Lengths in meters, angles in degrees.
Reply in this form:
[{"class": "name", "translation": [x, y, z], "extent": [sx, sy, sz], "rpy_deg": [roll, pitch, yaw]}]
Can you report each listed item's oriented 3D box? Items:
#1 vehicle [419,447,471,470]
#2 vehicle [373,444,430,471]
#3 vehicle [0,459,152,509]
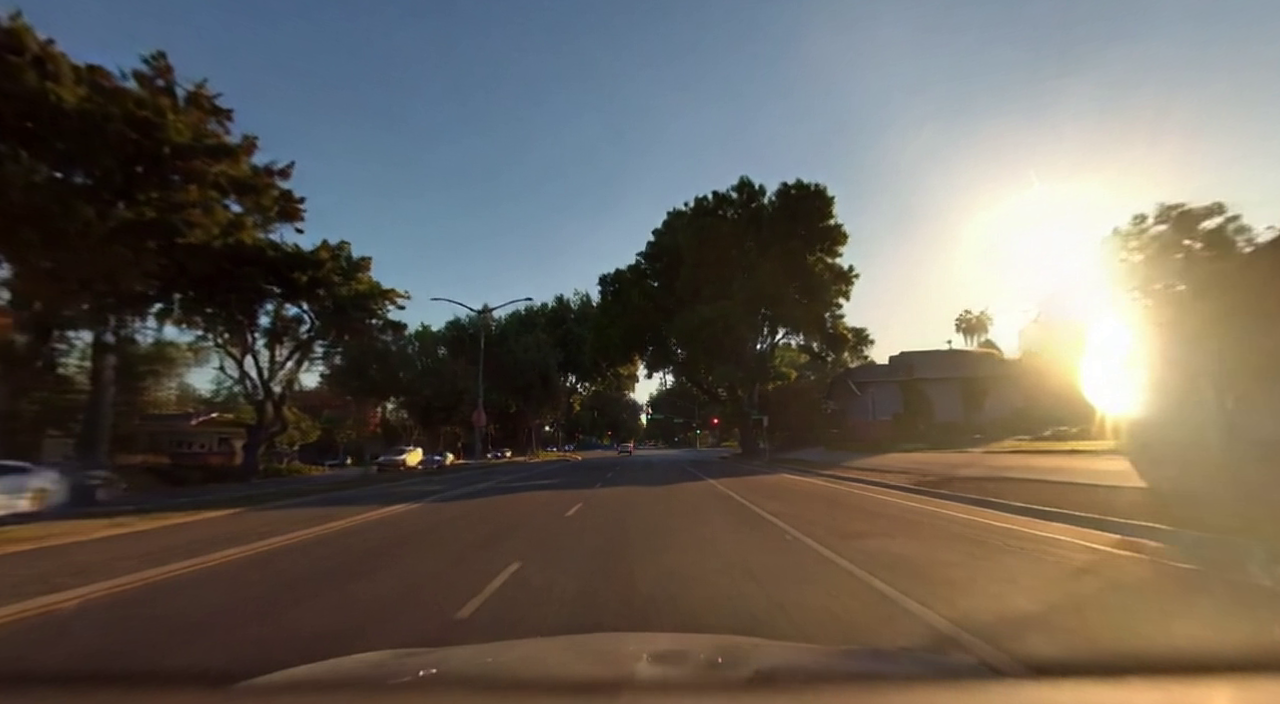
[{"class": "vehicle", "translation": [-13.079, 7.145, 42.610], "extent": [1.954, 1.457, 4.516], "rpy_deg": [-1, -9, 2]}, {"class": "vehicle", "translation": [-16.707, 7.410, 44.480], "extent": [2.072, 1.727, 4.786], "rpy_deg": [0, -9, 1]}, {"class": "vehicle", "translation": [-20.856, 4.731, 23.051], "extent": [2.062, 1.504, 4.877], "rpy_deg": [0, -9, 0]}]
